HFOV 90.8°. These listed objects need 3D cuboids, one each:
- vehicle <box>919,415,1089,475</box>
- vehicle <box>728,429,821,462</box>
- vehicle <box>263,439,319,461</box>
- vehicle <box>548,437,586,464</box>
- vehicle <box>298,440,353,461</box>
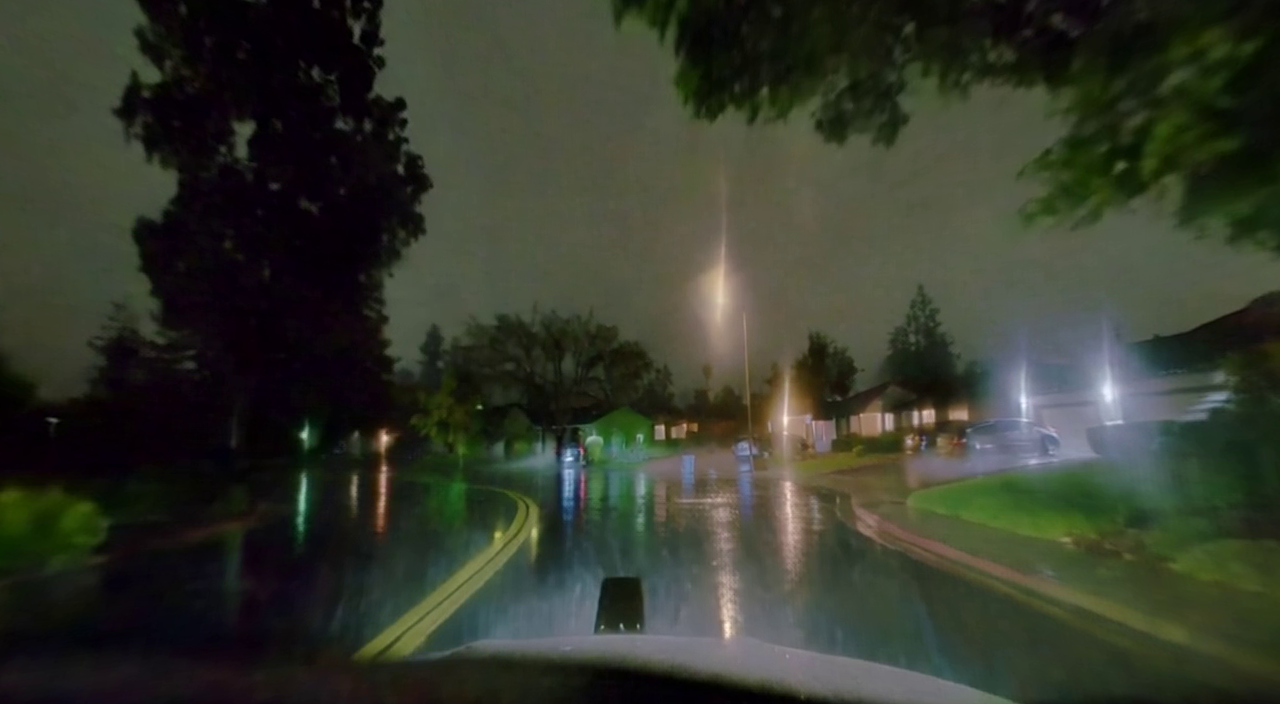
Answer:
[{"bbox_3d":[12.017,3.115,21.107,4.327,1.573,1.967,-5,-9,0],"label":"vehicle"},{"bbox_3d":[7.601,5.249,35.572,4.799,1.451,2.144,0,-7,-31],"label":"vehicle"},{"bbox_3d":[-26.521,7.460,48.157,2.042,1.633,4.132,0,-8,-3],"label":"vehicle"},{"bbox_3d":[-4.833,6.550,42.456,1.819,1.442,4.329,0,-4,3],"label":"vehicle"},{"bbox_3d":[-23.866,7.480,48.116,1.933,1.477,4.361,0,-8,-1],"label":"vehicle"}]
